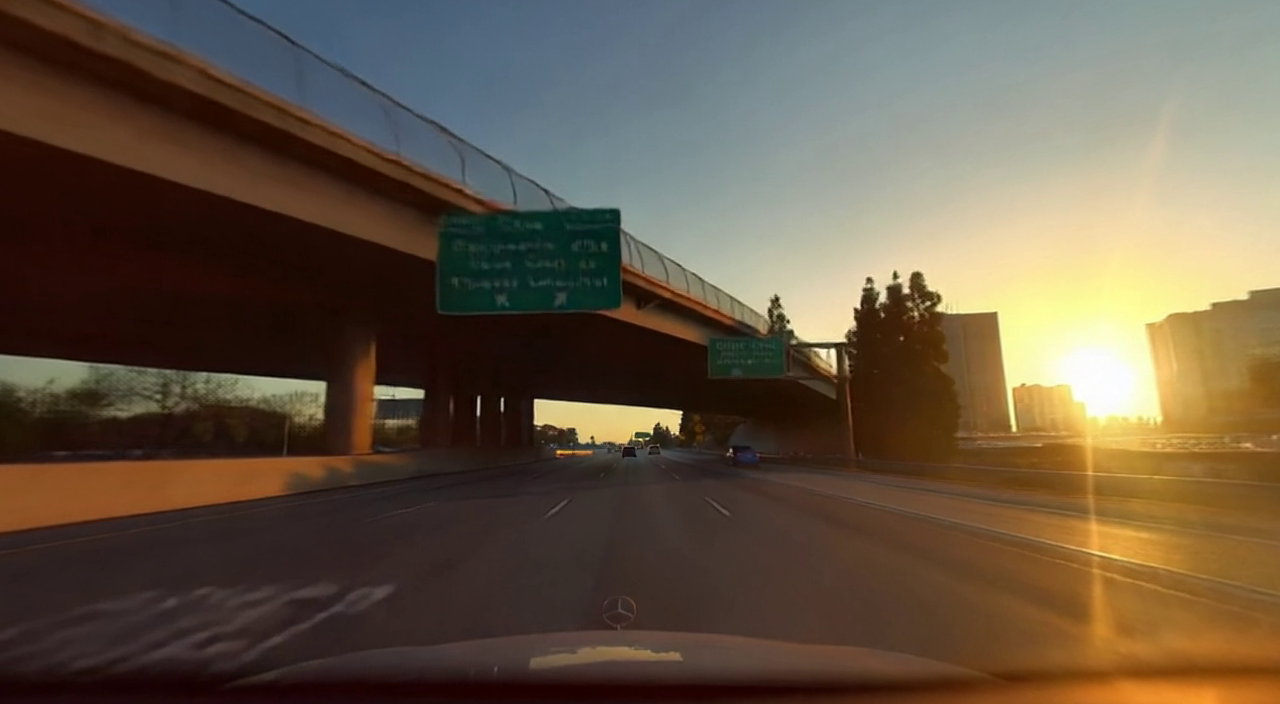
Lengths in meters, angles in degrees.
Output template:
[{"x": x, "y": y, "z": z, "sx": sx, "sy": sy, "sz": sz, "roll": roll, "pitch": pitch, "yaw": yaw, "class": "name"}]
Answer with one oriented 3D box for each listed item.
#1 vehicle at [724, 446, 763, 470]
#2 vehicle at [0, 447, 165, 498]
[{"x": 7.189, "y": 7.395, "z": 44.373, "sx": 1.958, "sy": 1.498, "sz": 4.447, "roll": 0, "pitch": -7, "yaw": -1, "class": "vehicle"}, {"x": -18.687, "y": 4.003, "z": 21.414, "sx": 1.843, "sy": 1.462, "sz": 4.235, "roll": 0, "pitch": -8, "yaw": 0, "class": "vehicle"}]
